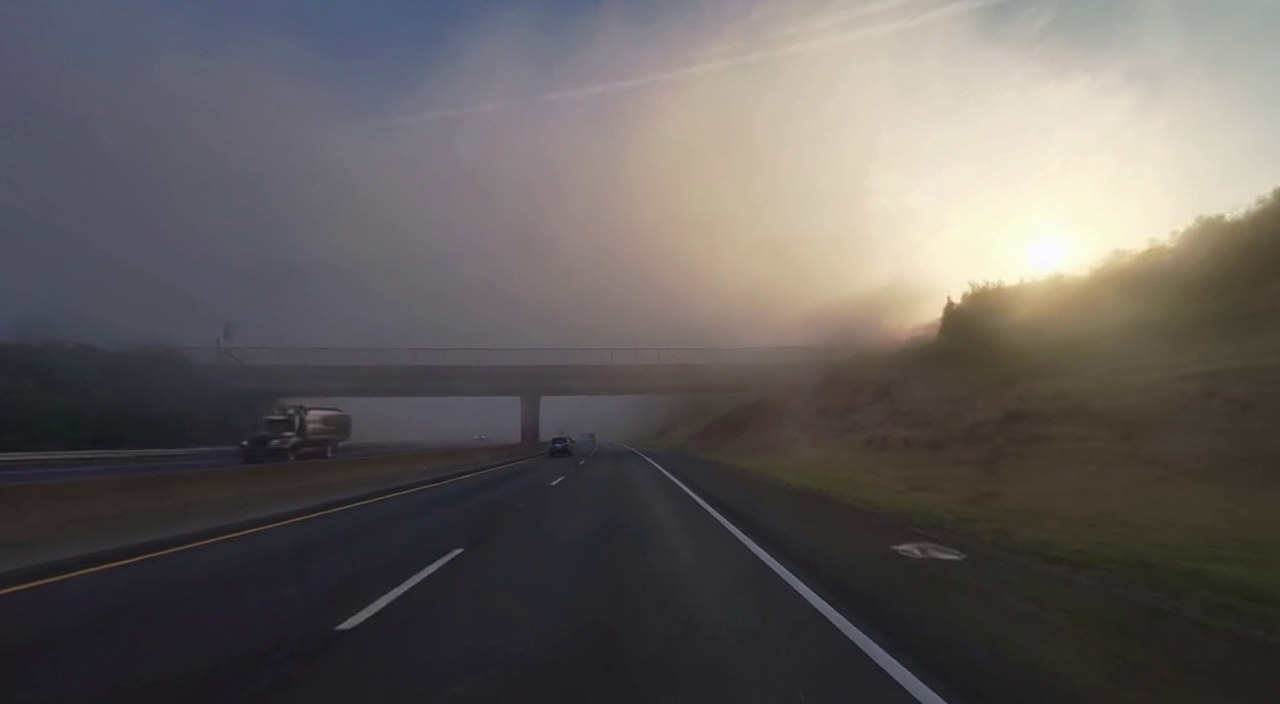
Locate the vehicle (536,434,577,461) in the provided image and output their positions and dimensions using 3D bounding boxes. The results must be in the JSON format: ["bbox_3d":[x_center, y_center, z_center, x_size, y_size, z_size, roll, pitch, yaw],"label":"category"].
[{"bbox_3d":[-4.999,5.745,38.166,2.005,1.509,4.260,0,-8,-2],"label":"vehicle"}]
